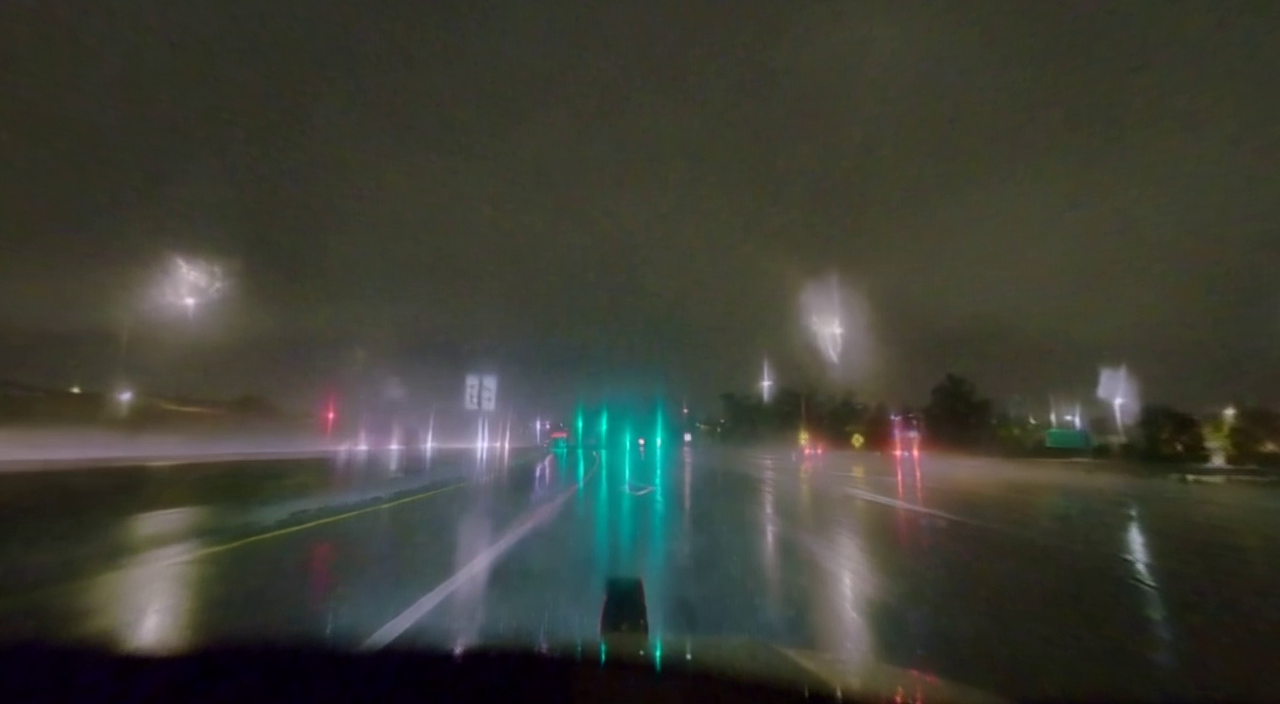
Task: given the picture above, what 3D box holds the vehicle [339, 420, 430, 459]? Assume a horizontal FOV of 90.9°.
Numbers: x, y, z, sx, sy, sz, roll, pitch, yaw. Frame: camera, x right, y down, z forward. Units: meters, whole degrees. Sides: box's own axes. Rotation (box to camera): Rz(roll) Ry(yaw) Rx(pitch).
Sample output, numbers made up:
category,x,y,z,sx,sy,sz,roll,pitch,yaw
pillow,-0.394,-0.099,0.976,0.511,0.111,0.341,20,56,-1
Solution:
category,x,y,z,sx,sy,sz,roll,pitch,yaw
vehicle,-13.250,4.636,33.250,2.342,1.855,5.974,0,-8,-1
